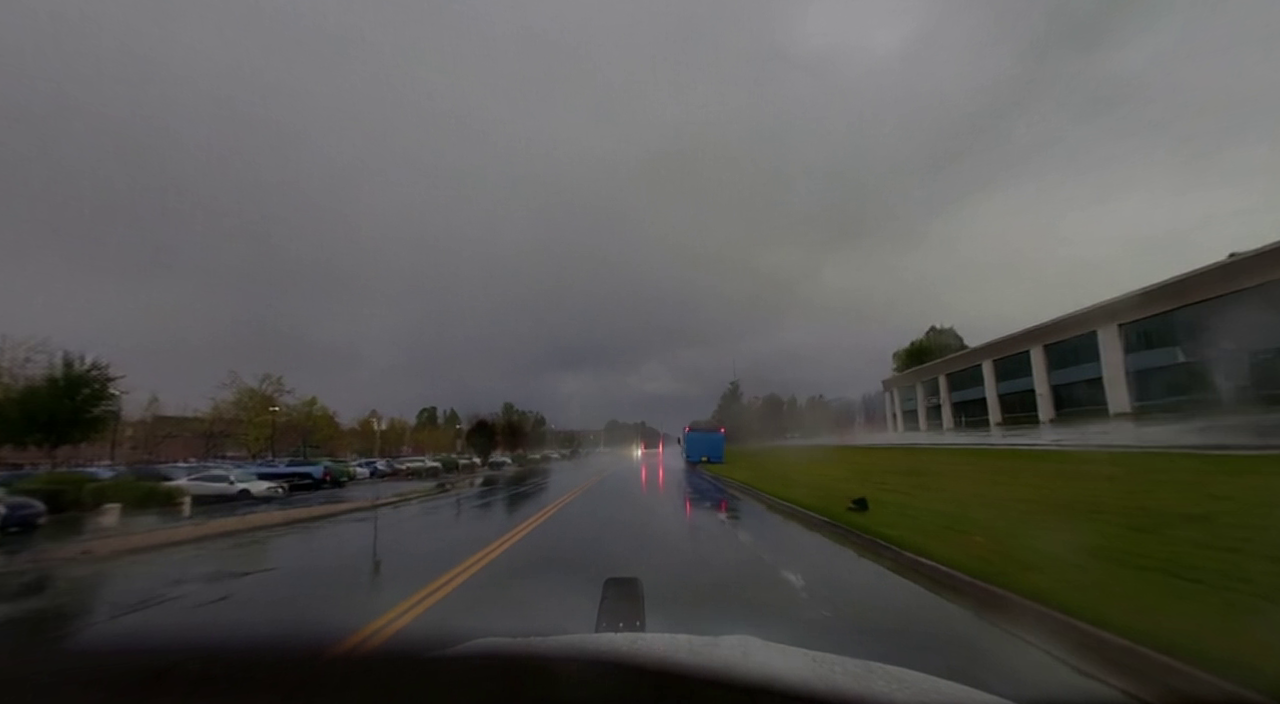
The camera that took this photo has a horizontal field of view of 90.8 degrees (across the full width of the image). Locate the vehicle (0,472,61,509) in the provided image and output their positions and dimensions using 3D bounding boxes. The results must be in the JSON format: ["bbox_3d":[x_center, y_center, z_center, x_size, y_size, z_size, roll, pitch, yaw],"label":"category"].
[{"bbox_3d":[-33.018,7.122,32.629,4.183,1.758,2.059,0,-9,2],"label":"vehicle"}]

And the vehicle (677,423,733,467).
[{"bbox_3d":[4.842,7.278,49.263,3.282,3.067,10.181,0,-9,0],"label":"vehicle"}]

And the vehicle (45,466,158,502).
[{"bbox_3d":[-32.528,7.974,38.285,4.996,1.817,2.054,-3,-10,2],"label":"vehicle"}]

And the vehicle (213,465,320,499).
[{"bbox_3d":[-22.162,7.693,37.758,2.233,1.709,5.161,-3,-9,19],"label":"vehicle"}]
